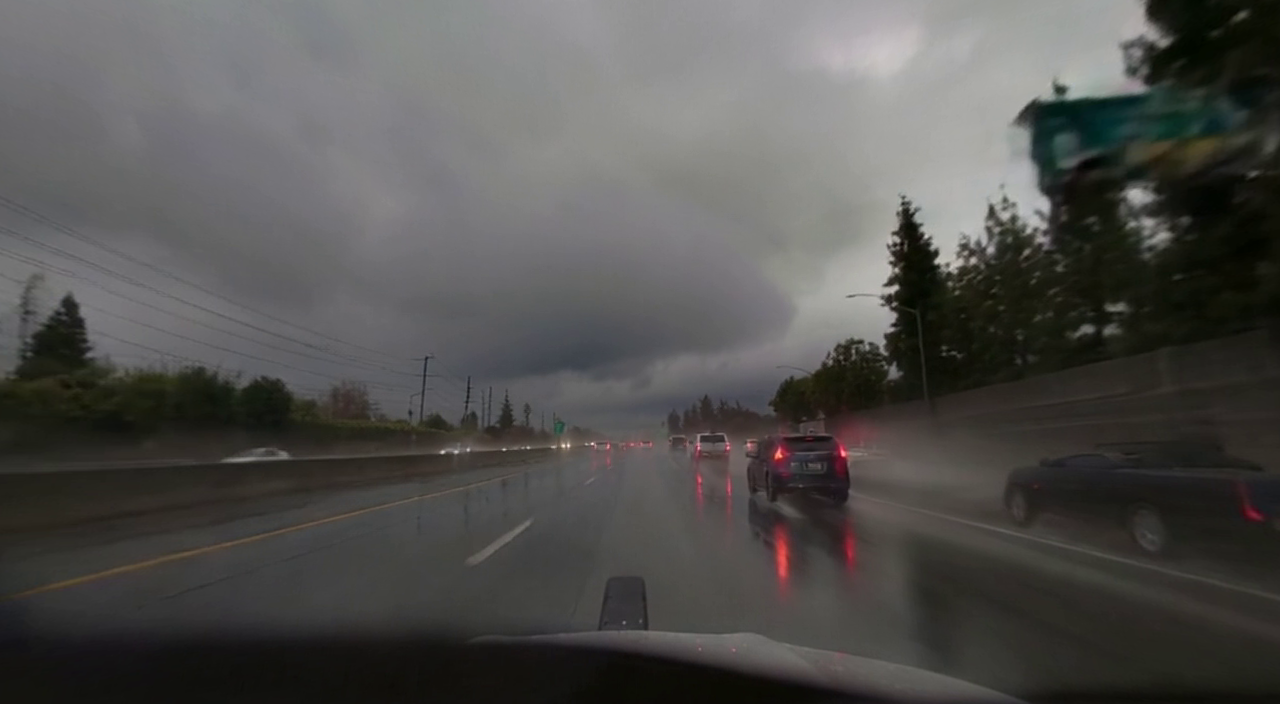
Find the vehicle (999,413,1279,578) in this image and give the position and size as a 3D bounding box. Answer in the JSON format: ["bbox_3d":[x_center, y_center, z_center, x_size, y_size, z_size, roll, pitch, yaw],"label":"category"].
[{"bbox_3d":[6.979,1.645,8.020,1.988,1.518,4.856,0,-8,0],"label":"vehicle"}]

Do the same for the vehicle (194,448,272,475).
[{"bbox_3d":[-22.418,6.031,34.935,1.727,1.388,3.769,0,-8,1],"label":"vehicle"}]

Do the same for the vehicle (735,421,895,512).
[{"bbox_3d":[3.506,2.396,13.692,2.146,1.639,4.475,0,-8,0],"label":"vehicle"}]

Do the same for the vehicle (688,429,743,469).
[{"bbox_3d":[4.087,5.399,35.340,2.442,2.022,5.466,0,-8,0],"label":"vehicle"}]
